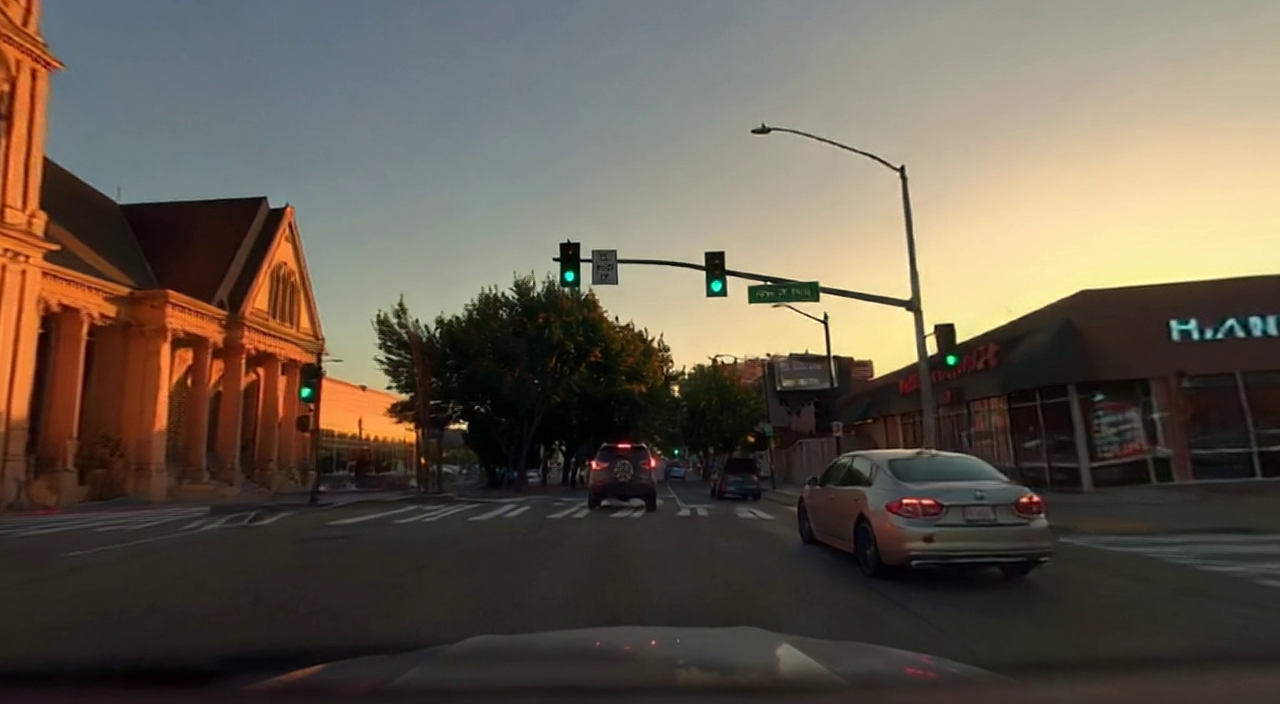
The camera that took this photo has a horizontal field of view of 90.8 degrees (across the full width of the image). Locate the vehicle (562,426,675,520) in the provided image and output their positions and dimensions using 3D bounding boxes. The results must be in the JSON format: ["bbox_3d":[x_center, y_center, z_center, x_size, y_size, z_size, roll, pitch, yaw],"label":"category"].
[{"bbox_3d":[-0.437,2.631,14.273,2.168,1.776,4.135,0,-8,-1],"label":"vehicle"}]

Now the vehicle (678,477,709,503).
[{"bbox_3d":[4.087,10.400,47.732,2.027,1.771,4.470,-1,-11,9],"label":"vehicle"}]

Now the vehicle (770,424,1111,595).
[{"bbox_3d":[3.100,1.708,7.805,1.883,1.472,4.471,1,-8,-2],"label":"vehicle"}]

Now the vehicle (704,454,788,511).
[{"bbox_3d":[3.135,3.937,19.549,1.890,1.491,4.166,0,-8,0],"label":"vehicle"}]
